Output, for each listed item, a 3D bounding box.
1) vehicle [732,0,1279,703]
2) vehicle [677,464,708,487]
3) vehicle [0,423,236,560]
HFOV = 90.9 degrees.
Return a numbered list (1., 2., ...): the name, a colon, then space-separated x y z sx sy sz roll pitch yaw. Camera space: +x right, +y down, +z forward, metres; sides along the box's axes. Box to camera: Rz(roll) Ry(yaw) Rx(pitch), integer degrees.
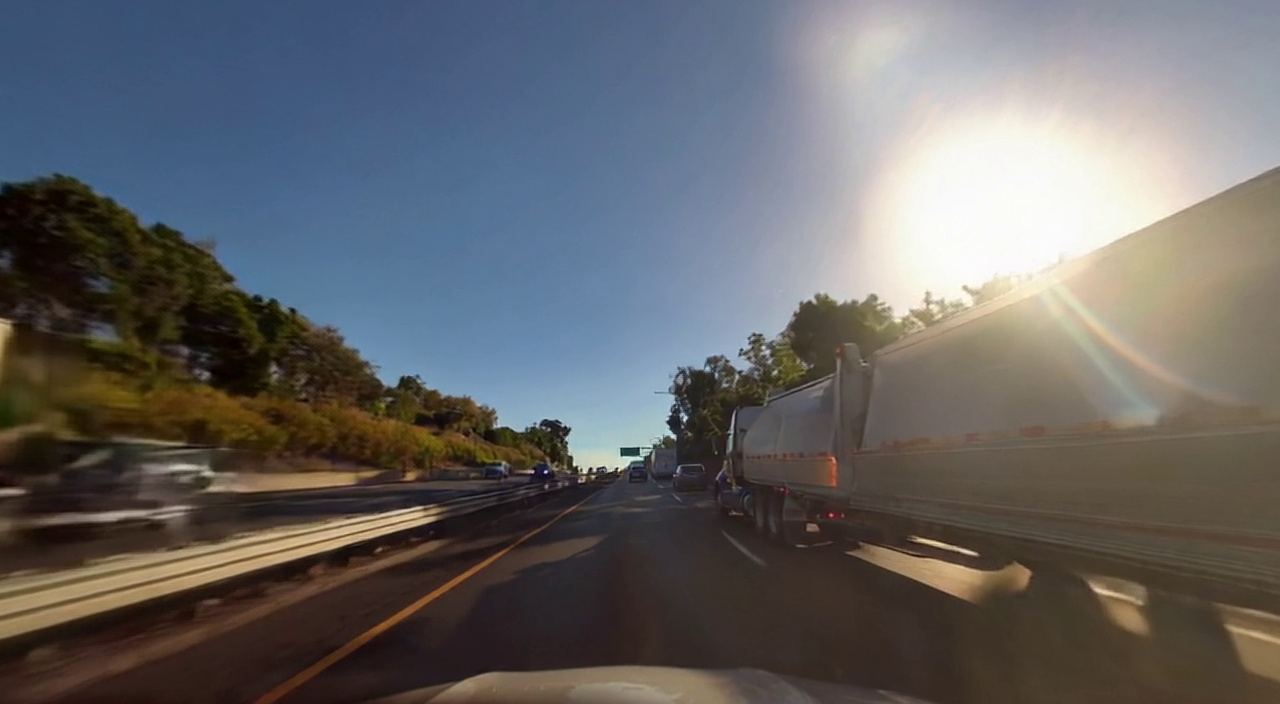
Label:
1. vehicle: 3.706 0.834 8.094 2.863 4.088 14.040 1 -10 0
2. vehicle: 4.049 9.576 49.007 2.018 1.674 4.029 1 -10 -1
3. vehicle: -9.671 2.207 10.429 2.556 1.770 5.047 1 -10 0
